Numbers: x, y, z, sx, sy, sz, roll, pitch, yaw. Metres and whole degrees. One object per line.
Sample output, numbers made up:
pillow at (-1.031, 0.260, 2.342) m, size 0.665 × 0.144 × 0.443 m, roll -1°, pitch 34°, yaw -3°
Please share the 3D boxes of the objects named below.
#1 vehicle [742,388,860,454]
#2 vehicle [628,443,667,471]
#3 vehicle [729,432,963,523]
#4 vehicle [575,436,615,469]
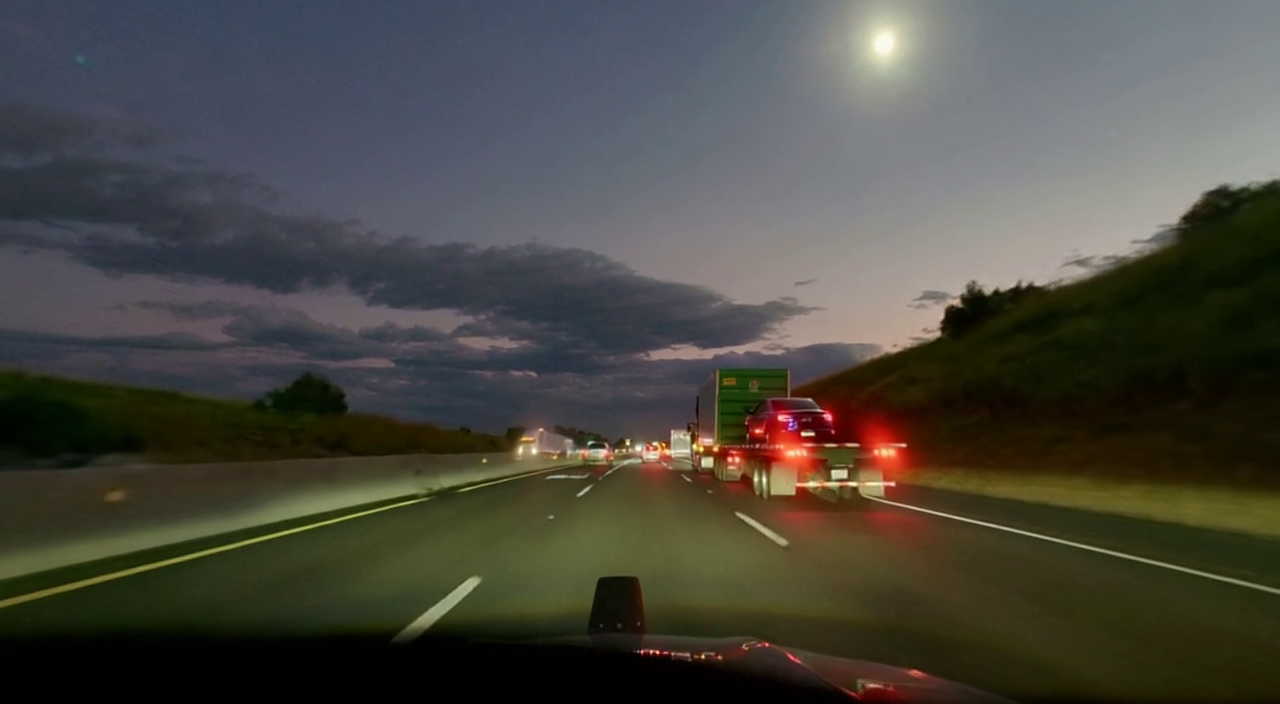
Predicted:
vehicle at (4.144, 1.962, 17.021) m, size 1.968 × 1.547 × 4.215 m, roll 0°, pitch -9°, yaw -2°
vehicle at (0.438, 5.919, 35.608) m, size 2.086 × 1.497 × 3.681 m, roll 0°, pitch -9°, yaw 1°
vehicle at (4.271, 2.936, 15.793) m, size 2.654 × 1.574 × 9.537 m, roll 0°, pitch -9°, yaw 0°
vehicle at (-2.848, 6.503, 40.886) m, size 2.142 × 2.044 × 4.446 m, roll 0°, pitch -9°, yaw 2°
